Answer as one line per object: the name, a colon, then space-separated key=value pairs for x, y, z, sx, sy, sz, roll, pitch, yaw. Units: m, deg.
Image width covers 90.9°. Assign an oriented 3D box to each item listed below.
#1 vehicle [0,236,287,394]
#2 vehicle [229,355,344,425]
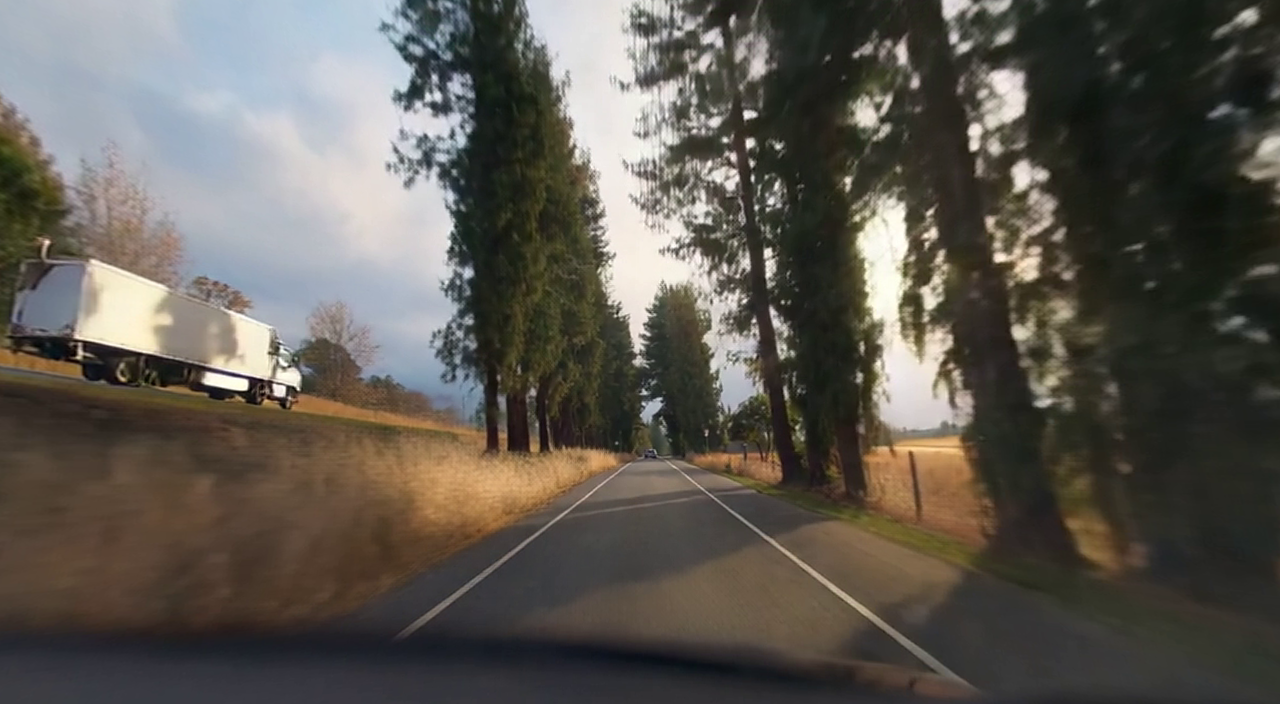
vehicle: x=-25.516 y=-0.992 z=33.466 sx=3.314 sy=4.163 sz=16.558 roll=-1 pitch=-12 yaw=3
vehicle: x=-24.262 y=2.678 z=44.032 sx=3.022 sy=4.324 sz=8.607 roll=-1 pitch=-4 yaw=1
